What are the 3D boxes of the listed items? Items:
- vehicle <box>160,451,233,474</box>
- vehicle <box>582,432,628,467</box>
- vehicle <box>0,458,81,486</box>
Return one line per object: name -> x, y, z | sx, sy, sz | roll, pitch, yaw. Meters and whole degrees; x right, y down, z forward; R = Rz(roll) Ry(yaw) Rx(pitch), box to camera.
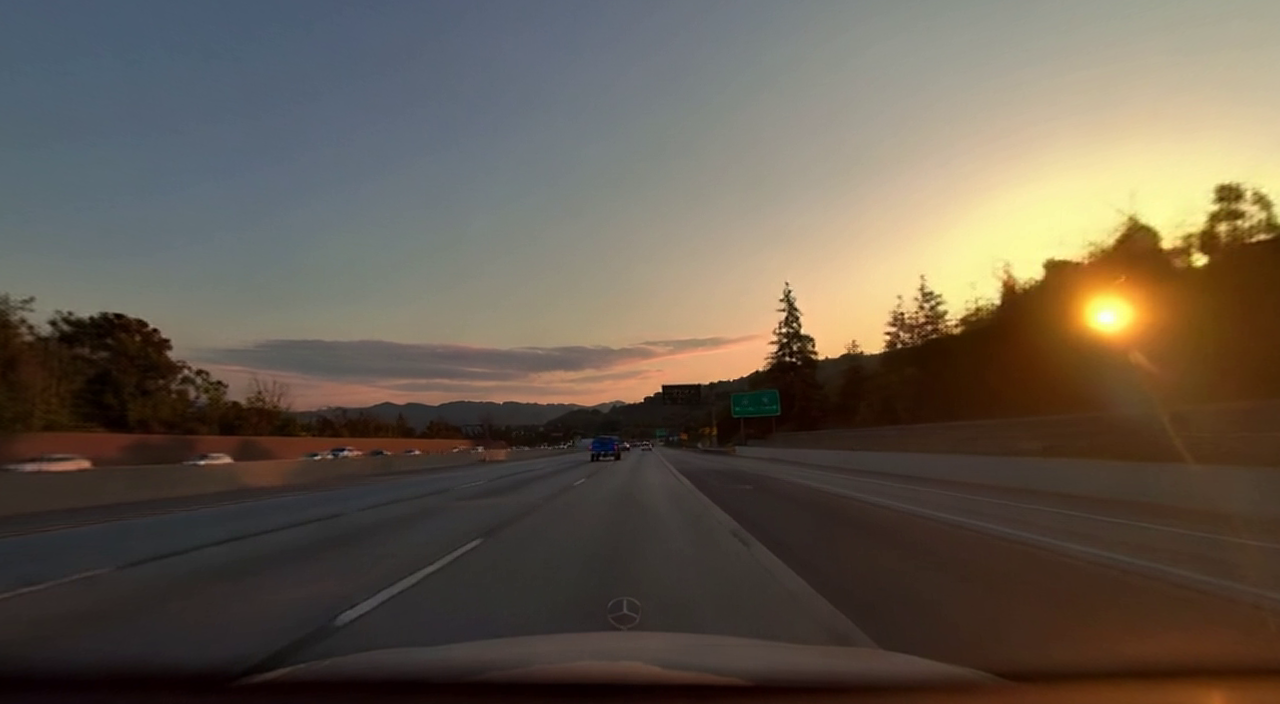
vehicle -> -32.648, 8.123, 46.529 | 1.944, 1.542, 4.649 | 0, -8, 1
vehicle -> -2.256, 6.584, 42.836 | 2.604, 2.170, 6.271 | -1, -8, 2
vehicle -> -36.842, 7.216, 38.049 | 1.870, 1.489, 4.644 | 0, -8, 1
